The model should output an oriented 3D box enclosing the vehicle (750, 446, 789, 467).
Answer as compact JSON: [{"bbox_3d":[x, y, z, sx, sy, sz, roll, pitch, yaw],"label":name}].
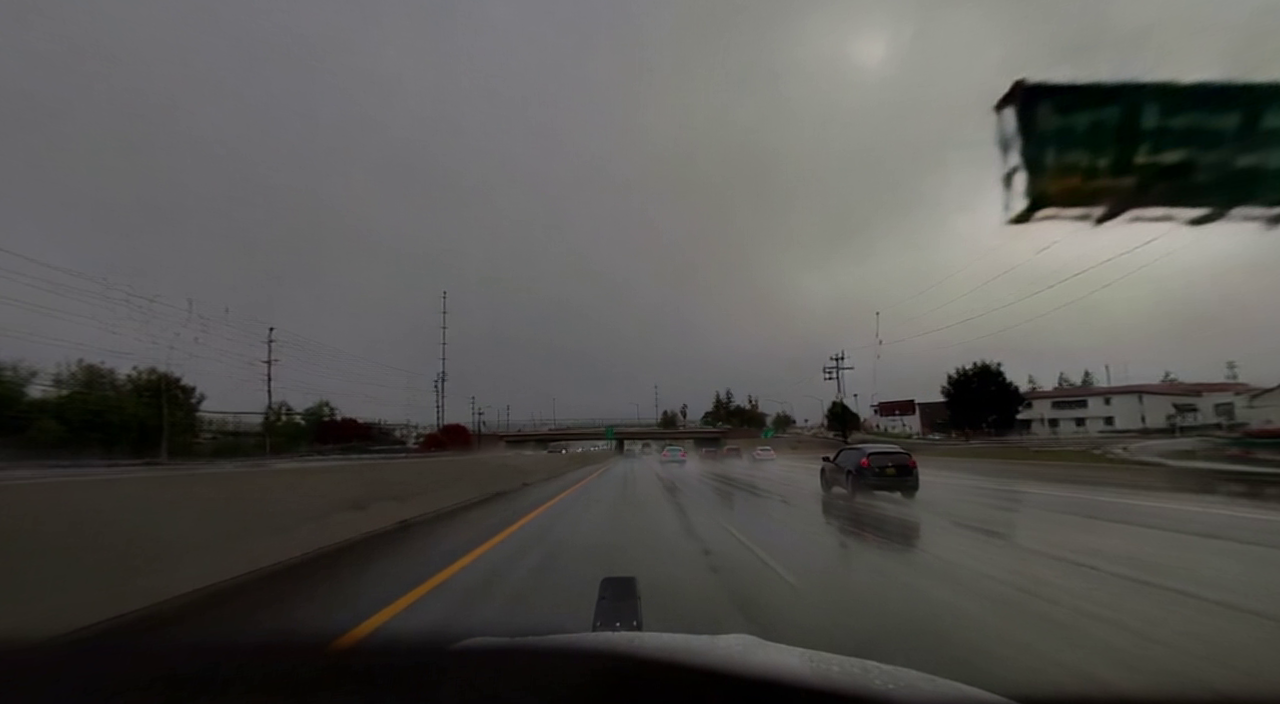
[{"bbox_3d":[9.415,7.570,46.152,1.838,1.440,4.121,0,-8,-2],"label":"vehicle"}]

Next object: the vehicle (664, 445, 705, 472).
[{"bbox_3d":[2.606,6.324,37.913,1.993,1.507,4.594,0,-8,-2],"label":"vehicle"}]

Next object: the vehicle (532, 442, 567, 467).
[{"bbox_3d":[-7.070,8.021,49.660,2.086,1.884,4.793,0,-8,0],"label":"vehicle"}]

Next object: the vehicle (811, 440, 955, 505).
[{"bbox_3d":[6.305,3.140,17.054,1.952,1.489,4.483,0,-8,-2],"label":"vehicle"}]
